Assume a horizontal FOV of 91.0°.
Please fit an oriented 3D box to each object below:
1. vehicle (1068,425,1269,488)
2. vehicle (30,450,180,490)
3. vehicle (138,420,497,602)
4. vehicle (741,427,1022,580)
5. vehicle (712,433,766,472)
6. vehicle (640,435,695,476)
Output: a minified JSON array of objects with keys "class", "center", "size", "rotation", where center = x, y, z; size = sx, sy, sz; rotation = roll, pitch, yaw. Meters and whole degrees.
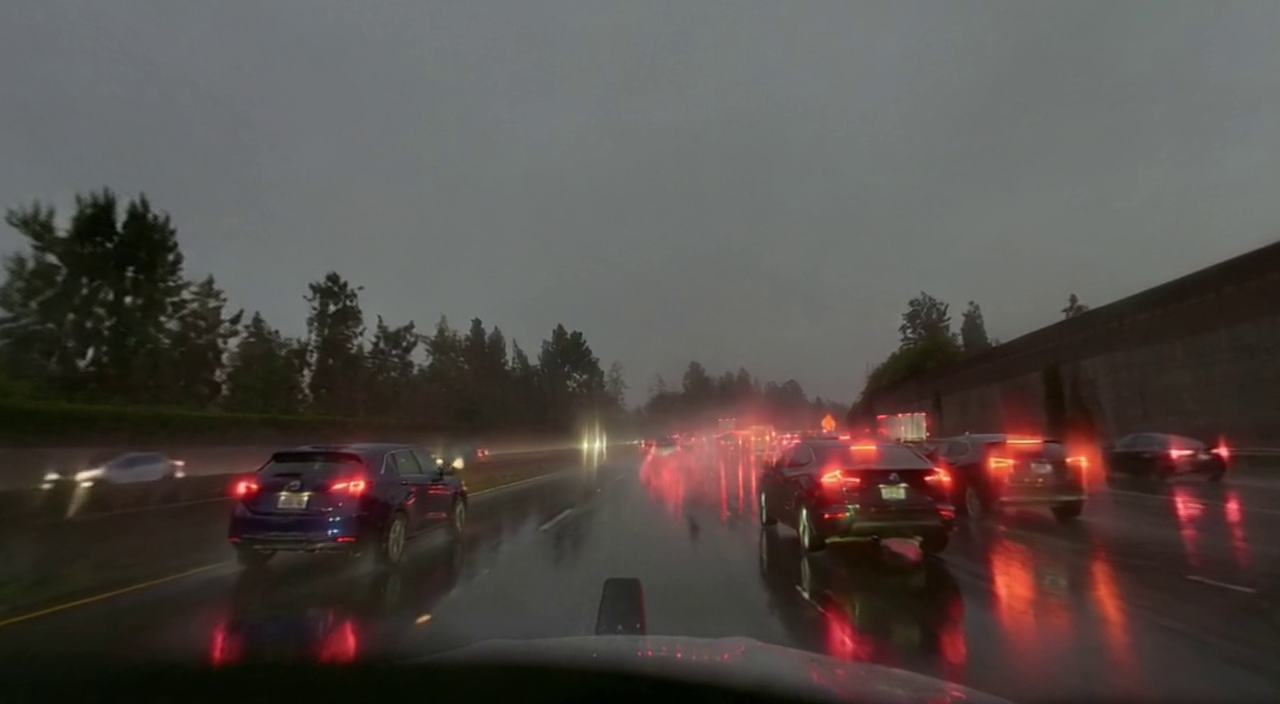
[{"class":"vehicle","center":[14.652,2.939,17.928],"size":[1.976,1.548,4.687],"rotation":[-1,-9,6]},{"class":"vehicle","center":[-22.533,4.960,26.855],"size":[1.932,1.518,4.817],"rotation":[-1,-9,4]},{"class":"vehicle","center":[-3.327,1.728,7.773],"size":[1.937,1.558,4.469],"rotation":[0,-9,2]},{"class":"vehicle","center":[2.752,1.852,8.543],"size":[2.009,1.489,4.559],"rotation":[0,-9,0]},{"class":"vehicle","center":[4.602,4.755,29.849],"size":[2.076,1.684,4.241],"rotation":[-1,-9,4]},{"class":"vehicle","center":[1.219,4.477,27.329],"size":[2.201,1.614,3.803],"rotation":[-1,-9,4]}]
